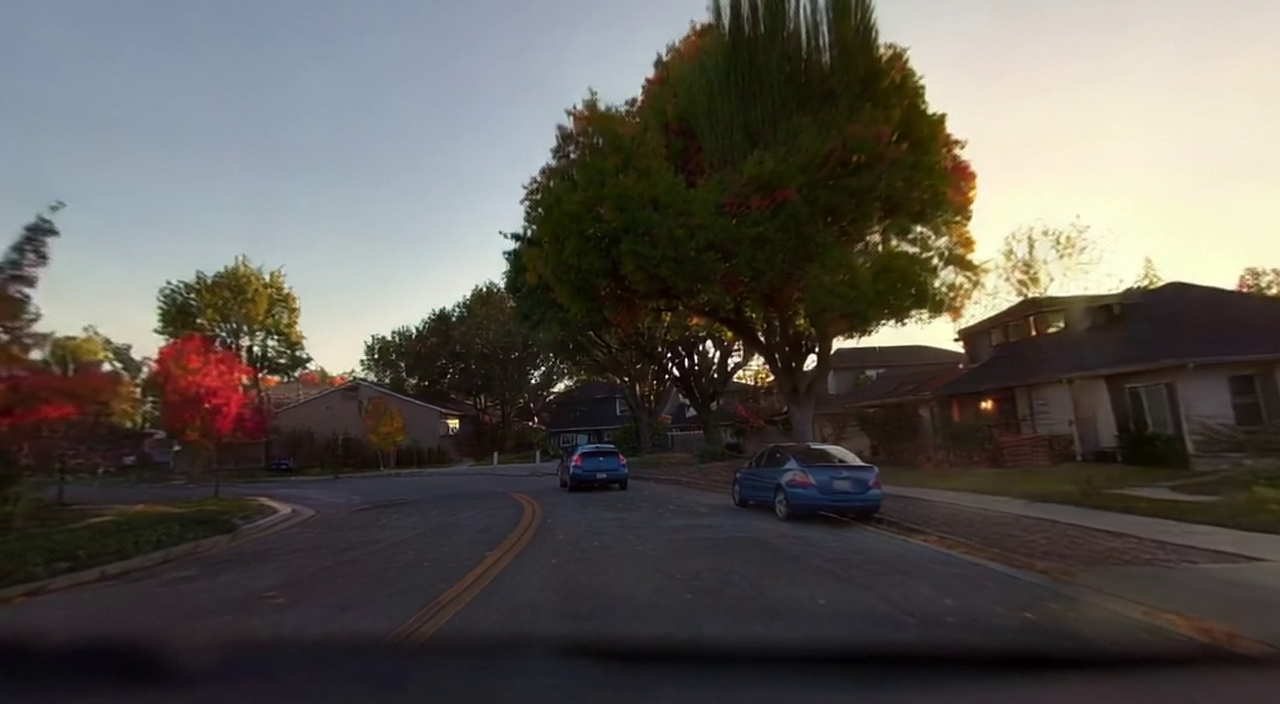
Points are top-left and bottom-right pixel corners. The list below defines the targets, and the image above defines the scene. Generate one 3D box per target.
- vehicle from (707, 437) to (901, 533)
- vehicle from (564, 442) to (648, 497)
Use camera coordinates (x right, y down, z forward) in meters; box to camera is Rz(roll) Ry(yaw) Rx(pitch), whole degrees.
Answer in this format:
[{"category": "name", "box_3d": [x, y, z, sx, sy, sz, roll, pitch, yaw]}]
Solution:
[{"category": "vehicle", "box_3d": [2.813, 2.413, 12.136, 2.089, 1.462, 4.529, 1, -9, -6]}, {"category": "vehicle", "box_3d": [-1.177, 3.527, 19.383, 2.192, 1.474, 4.192, 1, -9, -8]}]
